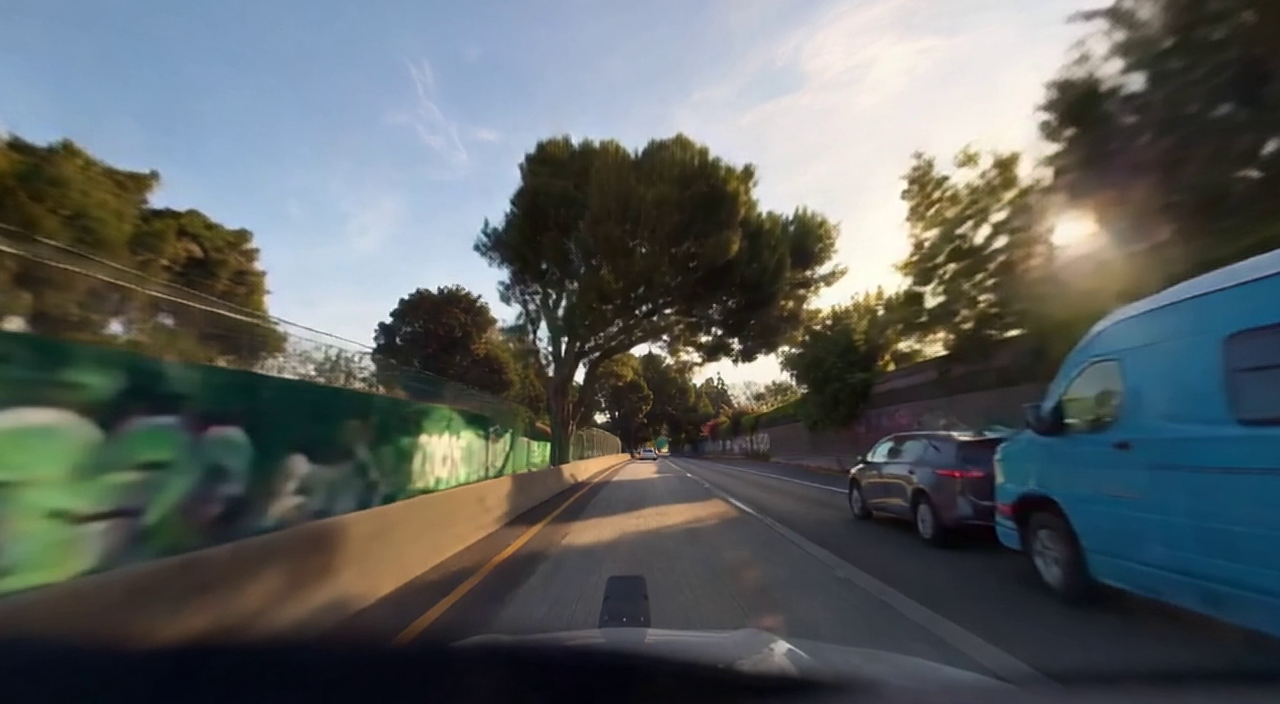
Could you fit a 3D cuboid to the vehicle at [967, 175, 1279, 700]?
[{"bbox_3d":[4.643,0.342,2.613,2.712,2.659,6.992,0,-8,-1],"label":"vehicle"}]
